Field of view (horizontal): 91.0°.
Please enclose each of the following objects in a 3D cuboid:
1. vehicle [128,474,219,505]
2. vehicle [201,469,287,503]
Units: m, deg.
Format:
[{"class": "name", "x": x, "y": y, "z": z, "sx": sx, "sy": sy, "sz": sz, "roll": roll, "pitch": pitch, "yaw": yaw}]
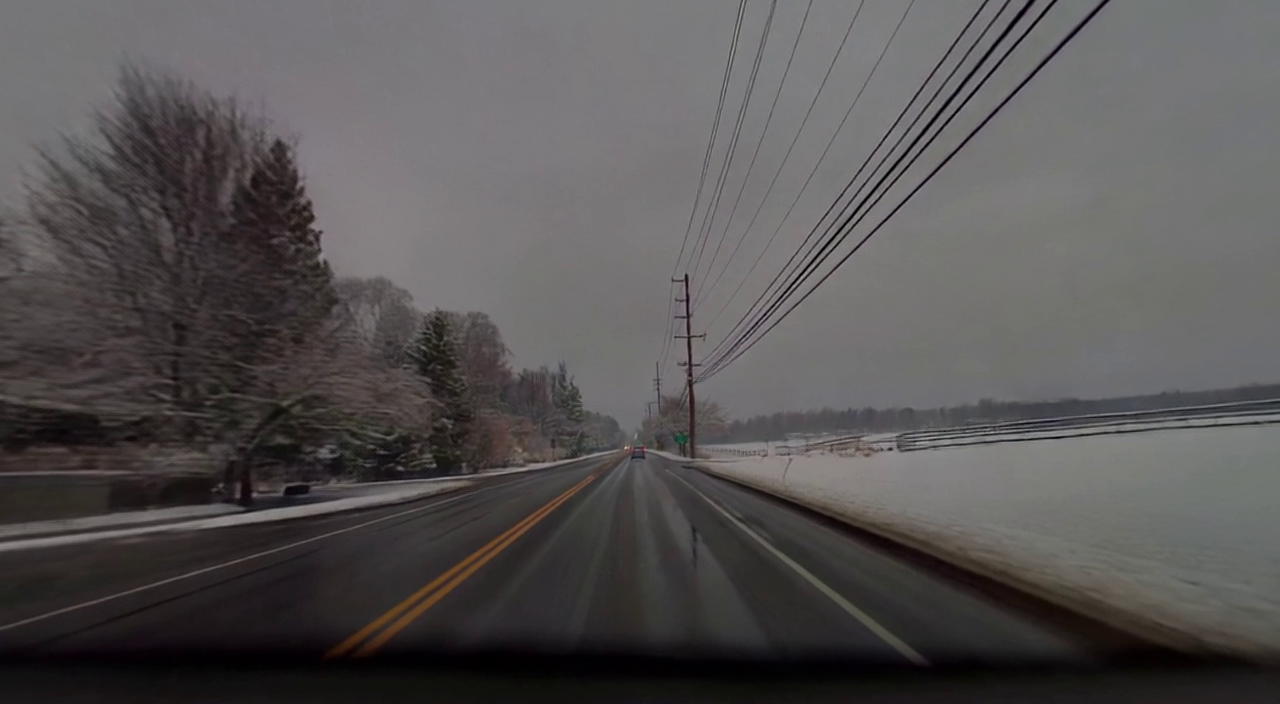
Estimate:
[{"class": "vehicle", "x": -31.118, "y": 9.169, "z": 42.063, "sx": 4.468, "sy": 1.848, "sz": 2.034, "roll": -1, "pitch": -8, "yaw": 2}, {"class": "vehicle", "x": -27.891, "y": 9.449, "z": 44.383, "sx": 4.729, "sy": 1.830, "sz": 2.178, "roll": -5, "pitch": -8, "yaw": 3}]
